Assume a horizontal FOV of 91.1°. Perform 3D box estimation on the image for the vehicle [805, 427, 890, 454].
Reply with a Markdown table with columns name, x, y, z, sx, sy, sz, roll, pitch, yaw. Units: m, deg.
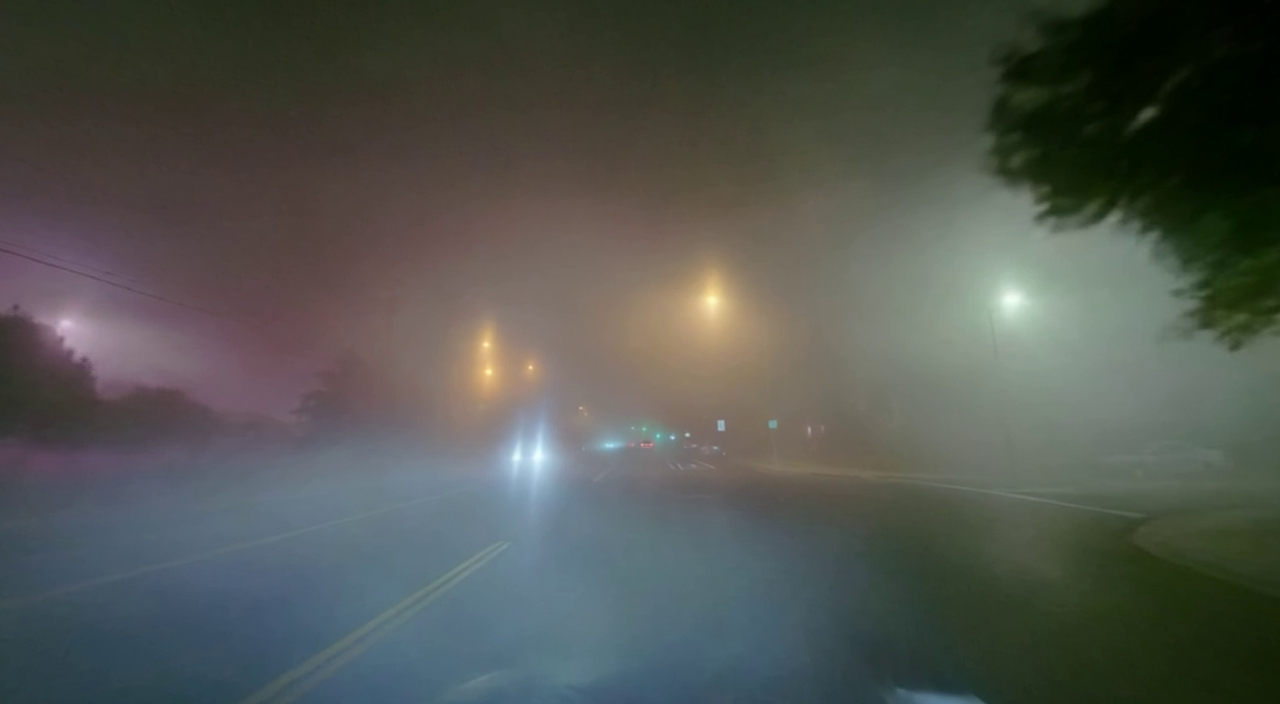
| name | x | y | z | sx | sy | sz | roll | pitch | yaw |
| --- | --- | --- | --- | --- | --- | --- | --- | --- | --- |
| vehicle | 13.645 | 5.834 | 41.469 | 4.674 | 1.557 | 2.288 | -1 | -8 | -5 |

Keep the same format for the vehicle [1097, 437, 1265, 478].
| name | x | y | z | sx | sy | sz | roll | pitch | yaw |
| --- | --- | --- | --- | --- | --- | --- | --- | --- | --- |
| vehicle | 20.883 | 4.062 | 24.350 | 4.849 | 1.470 | 2.041 | 0 | -8 | -7 |

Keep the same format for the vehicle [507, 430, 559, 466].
| name | x | y | z | sx | sy | sz | roll | pitch | yaw |
| --- | --- | --- | --- | --- | --- | --- | --- | --- | --- |
| vehicle | -7.268 | 6.612 | 43.297 | 2.413 | 2.267 | 6.252 | 0 | -9 | 1 |
